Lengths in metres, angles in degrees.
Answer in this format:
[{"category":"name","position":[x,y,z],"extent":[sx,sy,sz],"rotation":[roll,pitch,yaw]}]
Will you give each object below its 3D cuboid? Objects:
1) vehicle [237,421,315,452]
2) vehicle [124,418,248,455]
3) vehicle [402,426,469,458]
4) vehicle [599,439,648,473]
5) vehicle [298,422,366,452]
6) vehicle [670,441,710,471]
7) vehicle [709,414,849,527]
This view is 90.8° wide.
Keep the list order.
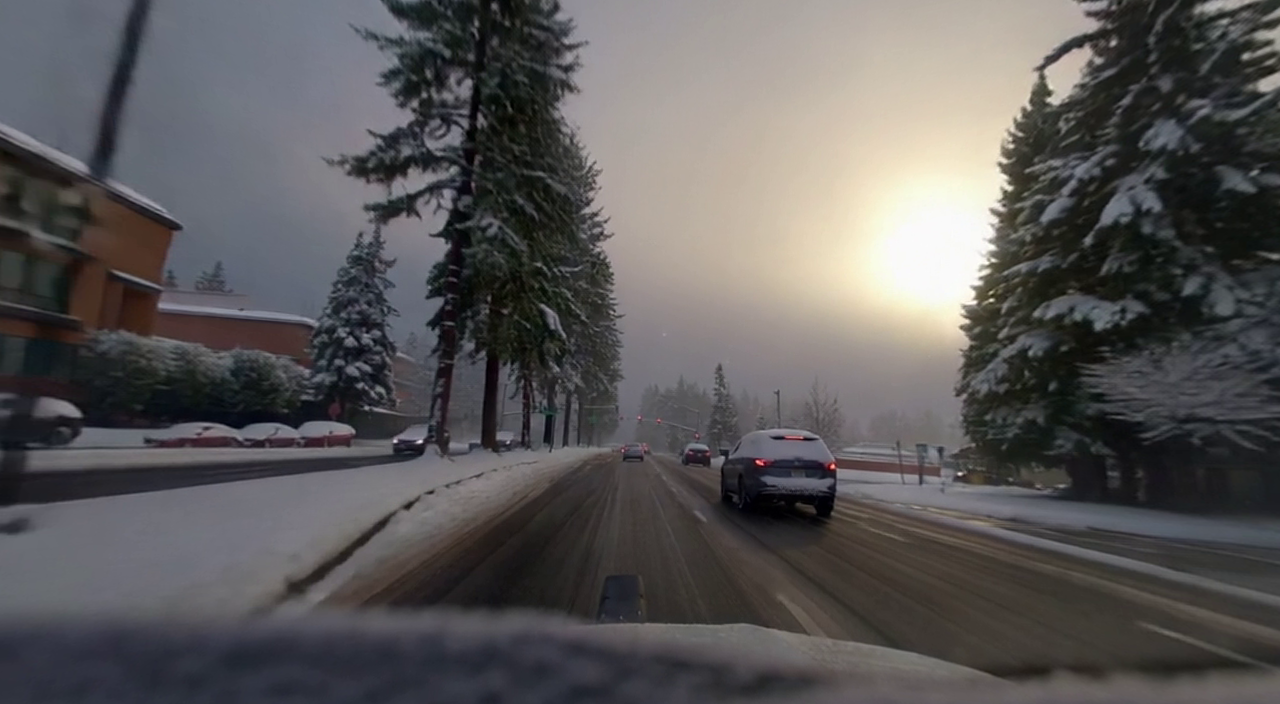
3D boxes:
[{"category":"vehicle","position":[-19.371,4.559,33.855],"extent":[1.780,1.546,4.060],"rotation":[1,-8,-1]},{"category":"vehicle","position":[-19.220,3.642,27.071],"extent":[1.913,1.417,4.592],"rotation":[1,-8,0]},{"category":"vehicle","position":[-11.113,4.963,34.707],"extent":[2.105,1.645,4.590],"rotation":[1,-8,0]},{"category":"vehicle","position":[-0.715,4.823,29.525],"extent":[2.119,1.460,3.847],"rotation":[1,-8,0]},{"category":"vehicle","position":[-19.344,5.380,39.963],"extent":[1.958,1.756,4.530],"rotation":[1,-8,0]},{"category":"vehicle","position":[2.951,6.231,38.030],"extent":[1.922,1.708,4.126],"rotation":[1,-8,-1]},{"category":"vehicle","position":[2.895,2.556,14.157],"extent":[2.035,1.940,4.299],"rotation":[5,-8,0]}]
